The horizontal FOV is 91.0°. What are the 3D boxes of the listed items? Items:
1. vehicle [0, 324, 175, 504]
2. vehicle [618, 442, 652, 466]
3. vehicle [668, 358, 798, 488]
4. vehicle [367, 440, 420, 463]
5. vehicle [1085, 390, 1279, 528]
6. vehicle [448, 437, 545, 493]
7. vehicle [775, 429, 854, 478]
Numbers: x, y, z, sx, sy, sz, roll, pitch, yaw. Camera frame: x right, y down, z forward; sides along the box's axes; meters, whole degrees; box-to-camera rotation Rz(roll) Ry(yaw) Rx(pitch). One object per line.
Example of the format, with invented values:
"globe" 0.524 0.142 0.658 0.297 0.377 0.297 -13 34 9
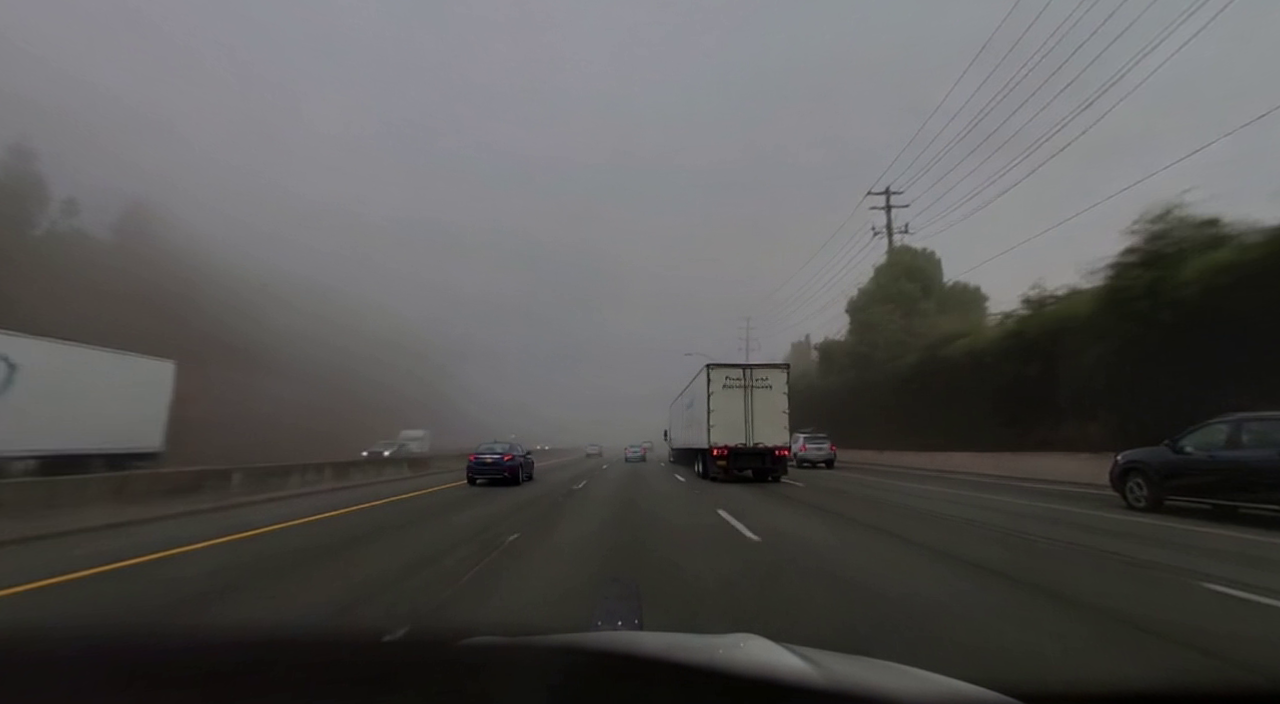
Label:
"vehicle" -14.834 1.212 12.491 3.017 3.713 10.643 0 -8 0
"vehicle" -0.284 6.484 40.203 2.047 1.485 3.938 0 -8 0
"vehicle" 3.309 3.386 28.070 2.907 4.109 16.177 0 -8 -2
"vehicle" -19.126 7.748 49.060 2.146 1.673 5.184 0 -8 -1
"vehicle" 11.187 1.826 10.907 2.420 2.141 5.994 0 -8 -2
"vehicle" -4.188 3.345 18.997 1.968 1.507 3.829 0 -8 1
"vehicle" 7.458 4.385 27.435 2.079 1.938 4.630 0 -8 0
